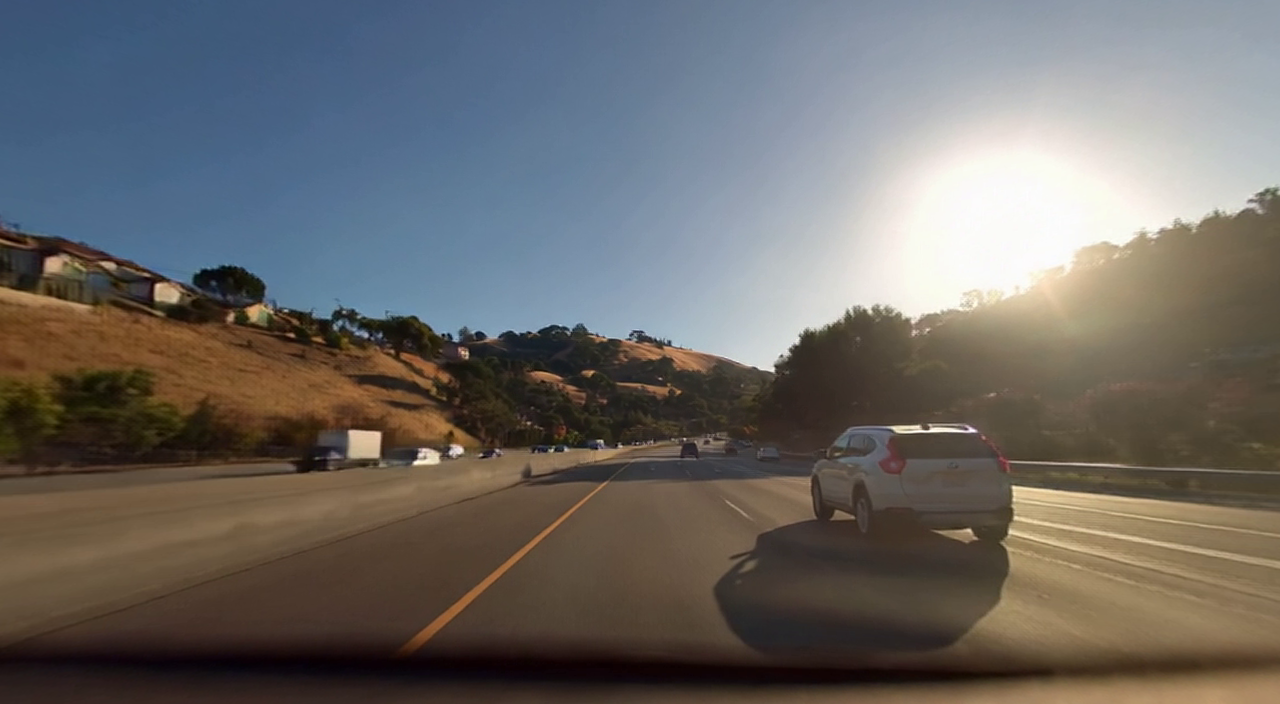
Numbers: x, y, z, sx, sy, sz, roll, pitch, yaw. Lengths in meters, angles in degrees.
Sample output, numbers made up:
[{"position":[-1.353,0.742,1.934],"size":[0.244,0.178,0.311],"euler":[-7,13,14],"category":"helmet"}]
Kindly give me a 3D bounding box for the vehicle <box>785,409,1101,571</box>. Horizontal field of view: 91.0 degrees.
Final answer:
[{"position":[3.889,1.871,9.316],"size":[2.318,1.766,4.587],"euler":[0,-9,-1],"category":"vehicle"}]

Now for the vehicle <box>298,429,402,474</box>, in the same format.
[{"position":[-20.460,7.109,45.267],"size":[2.909,2.854,9.153],"euler":[0,-9,2],"category":"vehicle"}]

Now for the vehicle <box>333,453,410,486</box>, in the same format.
[{"position":[-13.311,5.826,31.516],"size":[1.887,1.459,4.376],"euler":[0,-9,1],"category":"vehicle"}]
